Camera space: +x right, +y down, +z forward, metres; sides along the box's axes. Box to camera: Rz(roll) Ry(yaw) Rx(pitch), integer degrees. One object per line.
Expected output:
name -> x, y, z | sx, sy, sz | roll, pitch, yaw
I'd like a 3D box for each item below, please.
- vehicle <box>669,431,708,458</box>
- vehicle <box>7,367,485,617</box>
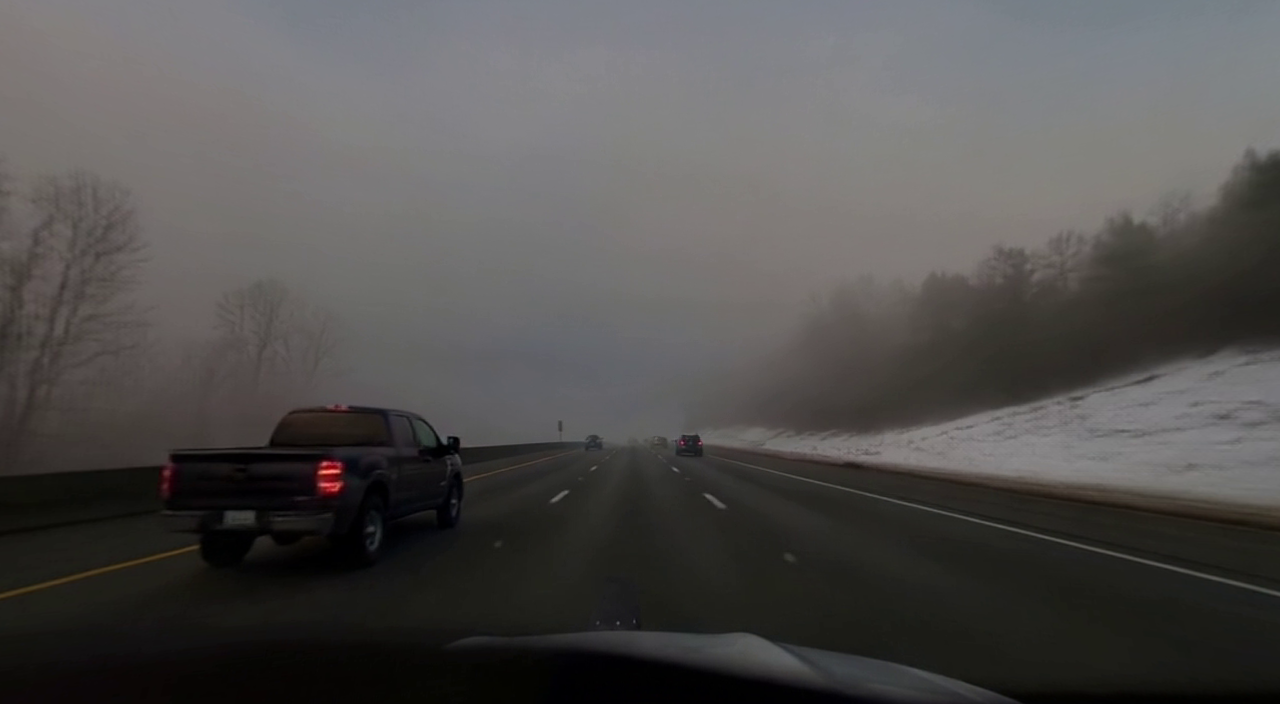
vehicle -> 3.168, 6.171, 41.971 | 2.124, 1.696, 4.173 | 0, -8, -2
vehicle -> -3.377, 1.304, 6.858 | 2.185, 1.772, 4.656 | 0, -8, 0
